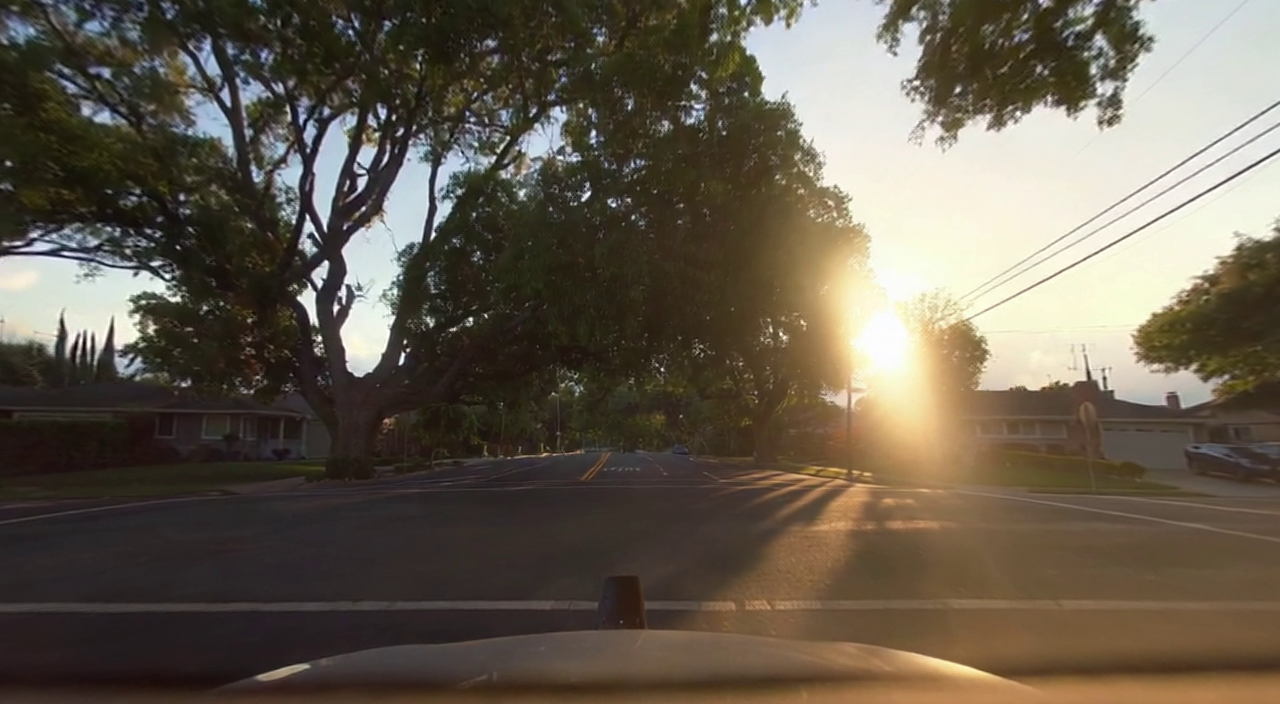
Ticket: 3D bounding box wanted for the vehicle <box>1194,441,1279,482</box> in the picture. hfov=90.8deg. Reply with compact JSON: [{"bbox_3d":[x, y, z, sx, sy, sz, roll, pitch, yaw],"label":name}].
[{"bbox_3d":[26.693,4.551,26.468,2.152,1.606,5.402,0,-9,1],"label":"vehicle"}]
